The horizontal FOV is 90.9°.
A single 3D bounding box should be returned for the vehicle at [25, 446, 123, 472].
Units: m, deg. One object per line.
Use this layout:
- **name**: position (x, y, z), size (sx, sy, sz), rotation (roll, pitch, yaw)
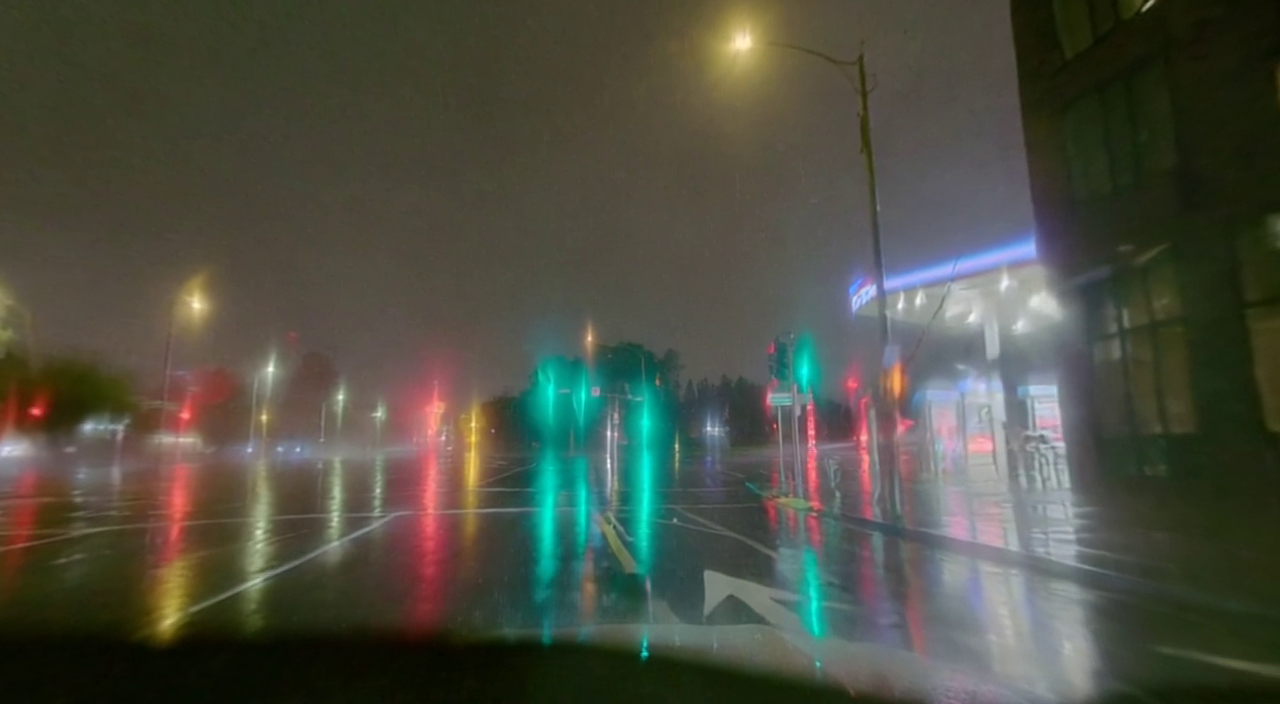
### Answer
- **vehicle**: position (-43.660, 8.238, 48.813), size (2.013, 1.811, 5.508), rotation (-1, -8, 8)
